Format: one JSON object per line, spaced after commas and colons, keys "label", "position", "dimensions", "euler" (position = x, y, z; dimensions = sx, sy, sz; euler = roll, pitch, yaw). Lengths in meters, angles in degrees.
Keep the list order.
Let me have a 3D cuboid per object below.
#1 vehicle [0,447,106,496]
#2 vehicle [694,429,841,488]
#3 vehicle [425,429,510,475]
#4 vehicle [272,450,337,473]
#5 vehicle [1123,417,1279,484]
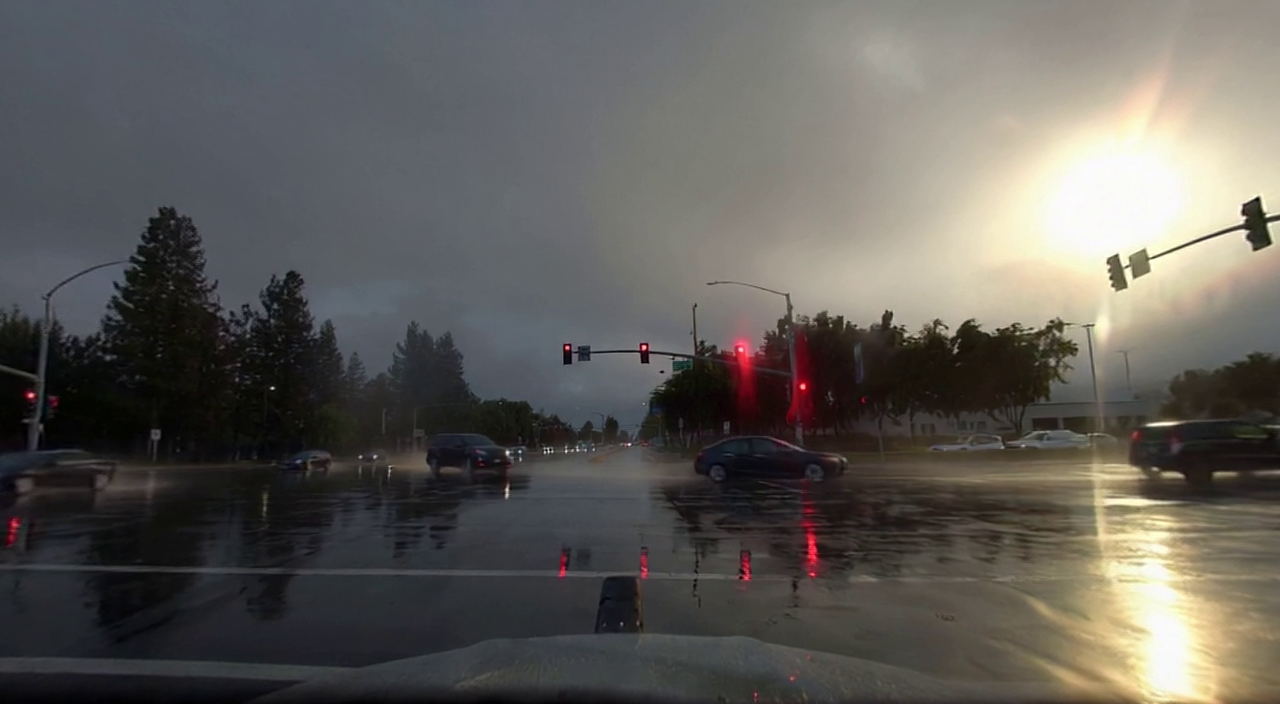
{"label": "vehicle", "position": [-22.889, 4.383, 23.589], "dimensions": [1.938, 1.676, 4.483], "euler": [0, -9, 0]}
{"label": "vehicle", "position": [3.992, 3.286, 19.710], "dimensions": [4.180, 1.678, 1.982], "euler": [-3, -9, 20]}
{"label": "vehicle", "position": [-8.283, 4.707, 29.960], "dimensions": [2.223, 1.972, 5.310], "euler": [6, -10, -33]}
{"label": "vehicle", "position": [-23.103, 7.516, 43.695], "dimensions": [1.909, 1.473, 4.571], "euler": [0, -9, 1]}
{"label": "vehicle", "position": [17.662, 2.931, 18.874], "dimensions": [4.767, 1.877, 2.017], "euler": [0, -9, -3]}
